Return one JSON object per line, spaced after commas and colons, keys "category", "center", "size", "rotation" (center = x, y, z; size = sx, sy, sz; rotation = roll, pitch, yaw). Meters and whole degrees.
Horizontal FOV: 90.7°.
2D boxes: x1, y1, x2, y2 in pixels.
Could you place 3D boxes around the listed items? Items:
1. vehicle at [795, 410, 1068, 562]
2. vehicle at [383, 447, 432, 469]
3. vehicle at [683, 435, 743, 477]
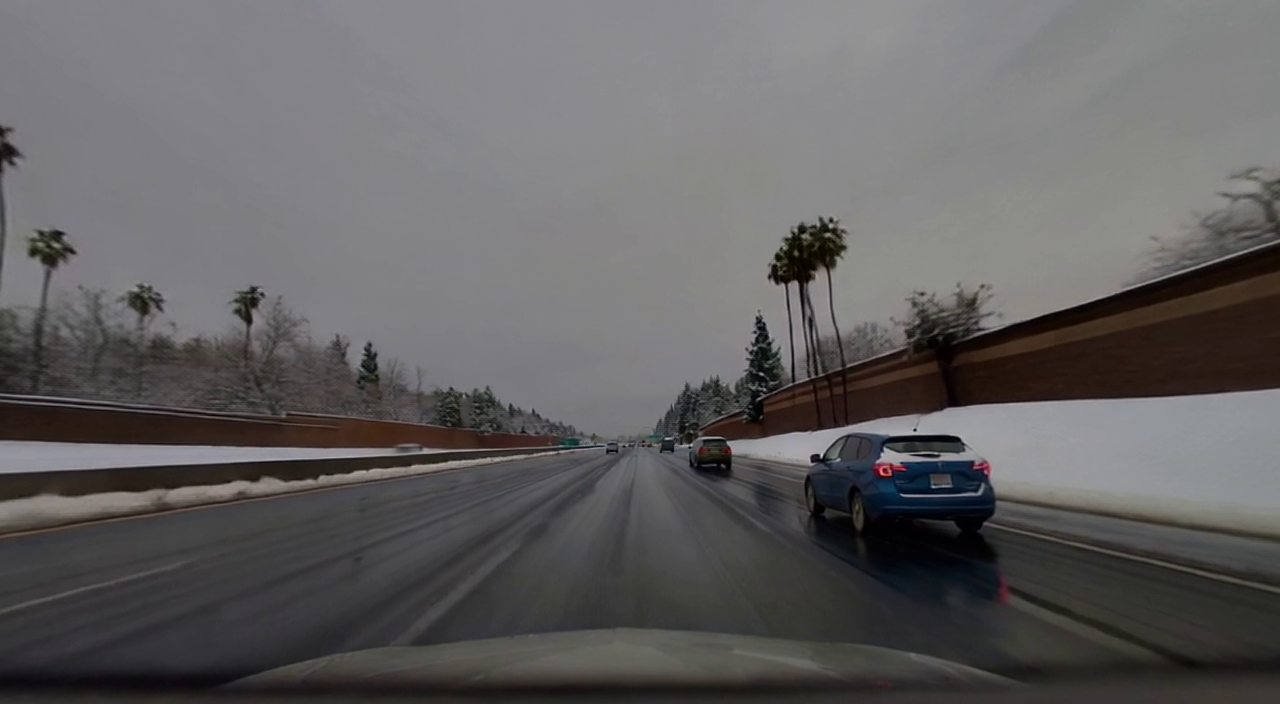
{"category": "vehicle", "center": [3.812, 1.817, 9.289], "size": [1.910, 1.696, 4.187], "rotation": [0, -9, -1]}
{"category": "vehicle", "center": [-15.694, 7.152, 42.930], "size": [1.728, 1.444, 4.342], "rotation": [0, -9, 0]}
{"category": "vehicle", "center": [3.123, 4.604, 28.149], "size": [2.045, 1.688, 4.313], "rotation": [0, -9, -2]}
